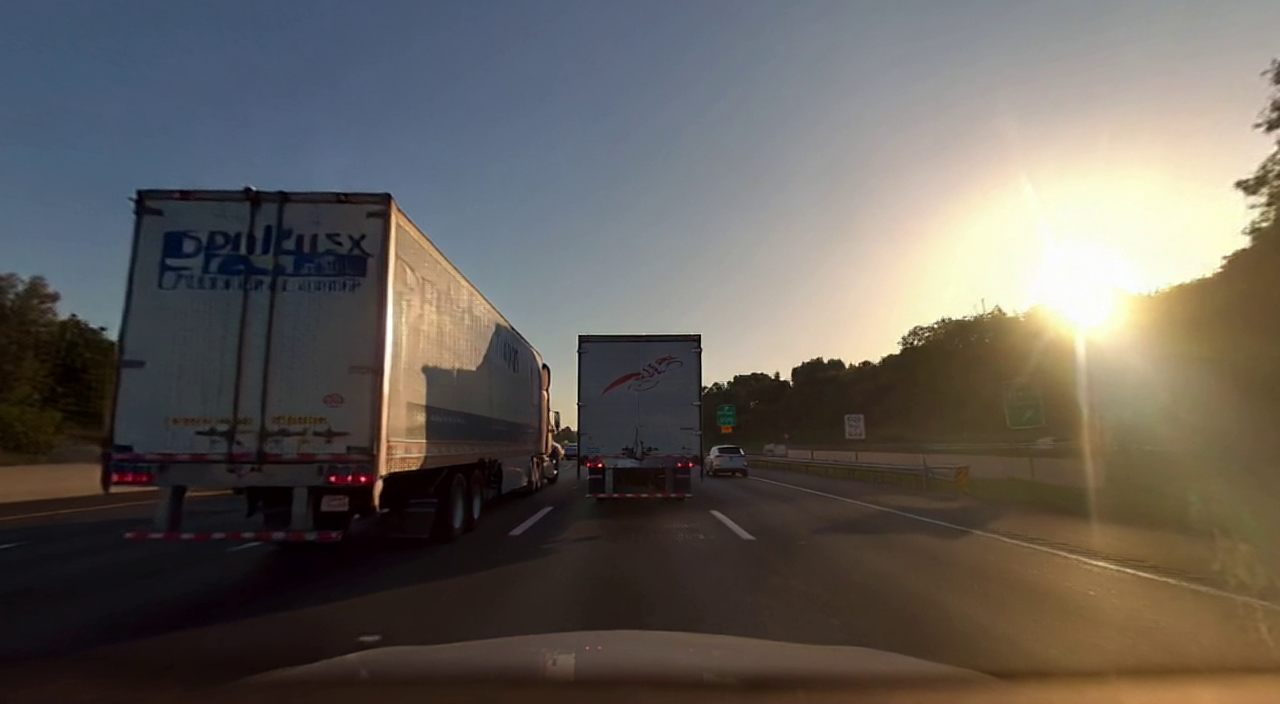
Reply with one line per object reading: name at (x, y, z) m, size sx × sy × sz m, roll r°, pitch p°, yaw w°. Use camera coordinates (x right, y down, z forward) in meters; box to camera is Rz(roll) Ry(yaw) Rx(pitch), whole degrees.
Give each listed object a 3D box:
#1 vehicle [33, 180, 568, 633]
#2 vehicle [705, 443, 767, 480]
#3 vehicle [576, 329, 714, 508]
vehicle at (-3.855, 1.572, 13.643) m, size 2.873 × 4.107 × 15.970 m, roll 0°, pitch -9°, yaw -1°
vehicle at (4.123, 4.760, 27.793) m, size 2.010 × 1.446 × 4.579 m, roll 0°, pitch -9°, yaw 0°
vehicle at (0.055, 2.112, 18.434) m, size 2.910 × 3.828 × 9.805 m, roll 0°, pitch -9°, yaw -1°
